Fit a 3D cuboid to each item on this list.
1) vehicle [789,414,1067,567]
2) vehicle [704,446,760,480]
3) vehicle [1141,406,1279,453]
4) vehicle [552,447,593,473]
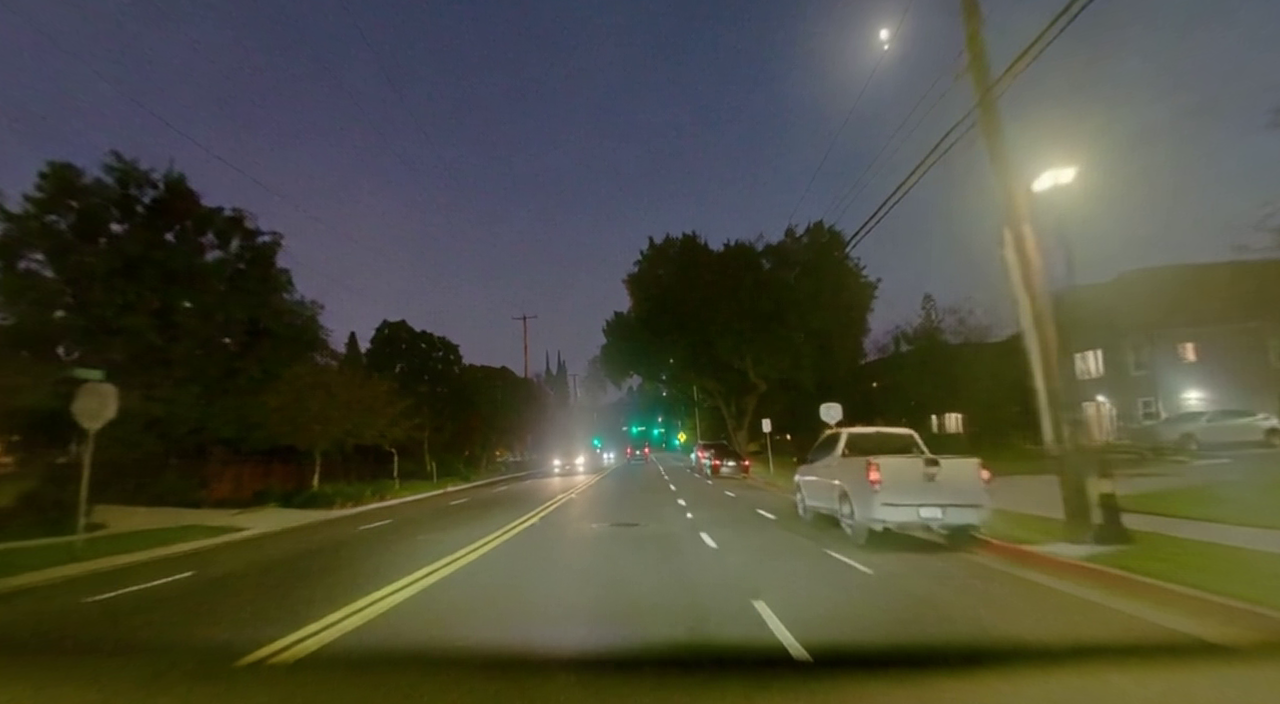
[{"bbox_3d":[3.863,1.951,9.745,2.087,1.725,4.986,0,-9,2],"label":"vehicle"},{"bbox_3d":[4.086,5.005,28.819,1.874,1.415,4.683,0,-9,0],"label":"vehicle"},{"bbox_3d":[22.038,2.935,23.759,4.799,1.678,2.002,1,-9,-5],"label":"vehicle"},{"bbox_3d":[-4.113,6.640,39.157,1.960,1.521,4.397,0,-9,1],"label":"vehicle"}]
